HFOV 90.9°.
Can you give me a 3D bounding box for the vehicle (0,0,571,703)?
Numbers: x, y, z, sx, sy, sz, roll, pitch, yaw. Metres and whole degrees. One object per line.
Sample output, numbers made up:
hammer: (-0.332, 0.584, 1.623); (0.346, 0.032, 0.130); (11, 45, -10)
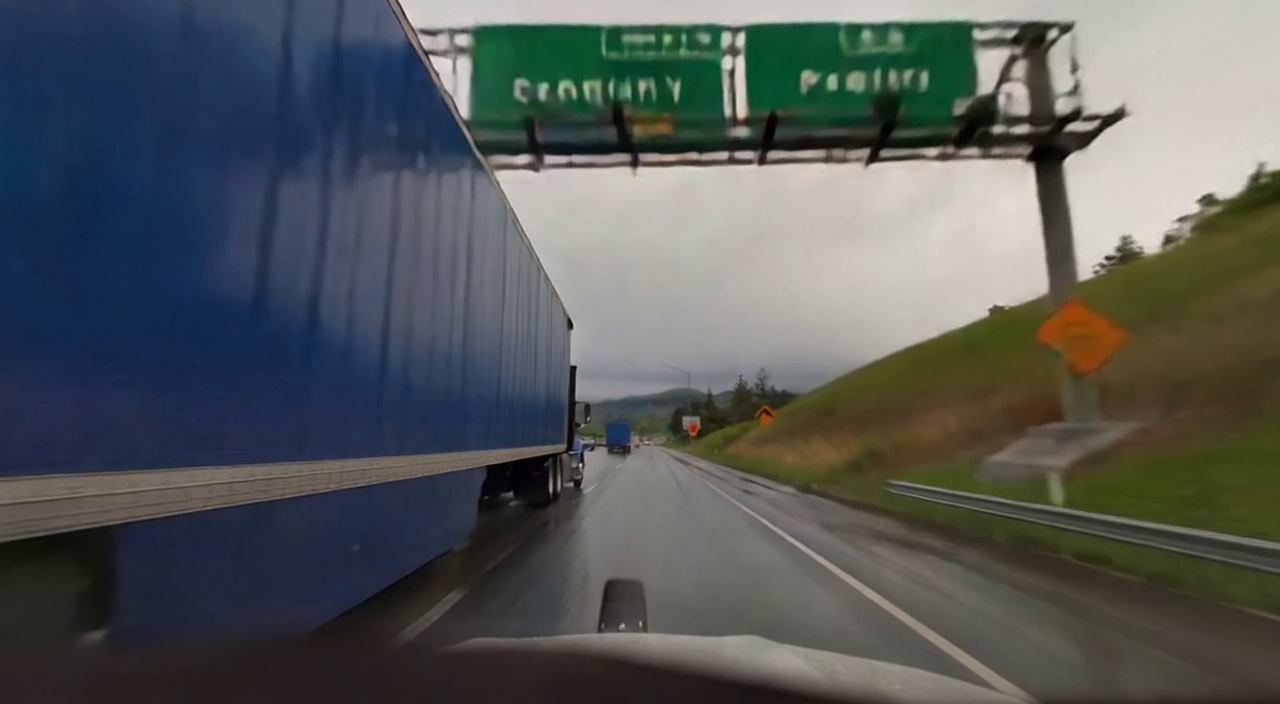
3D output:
vehicle: (-3.253, 0.163, 6.427); (3.202, 4.352, 16.251); (0, -8, 0)
